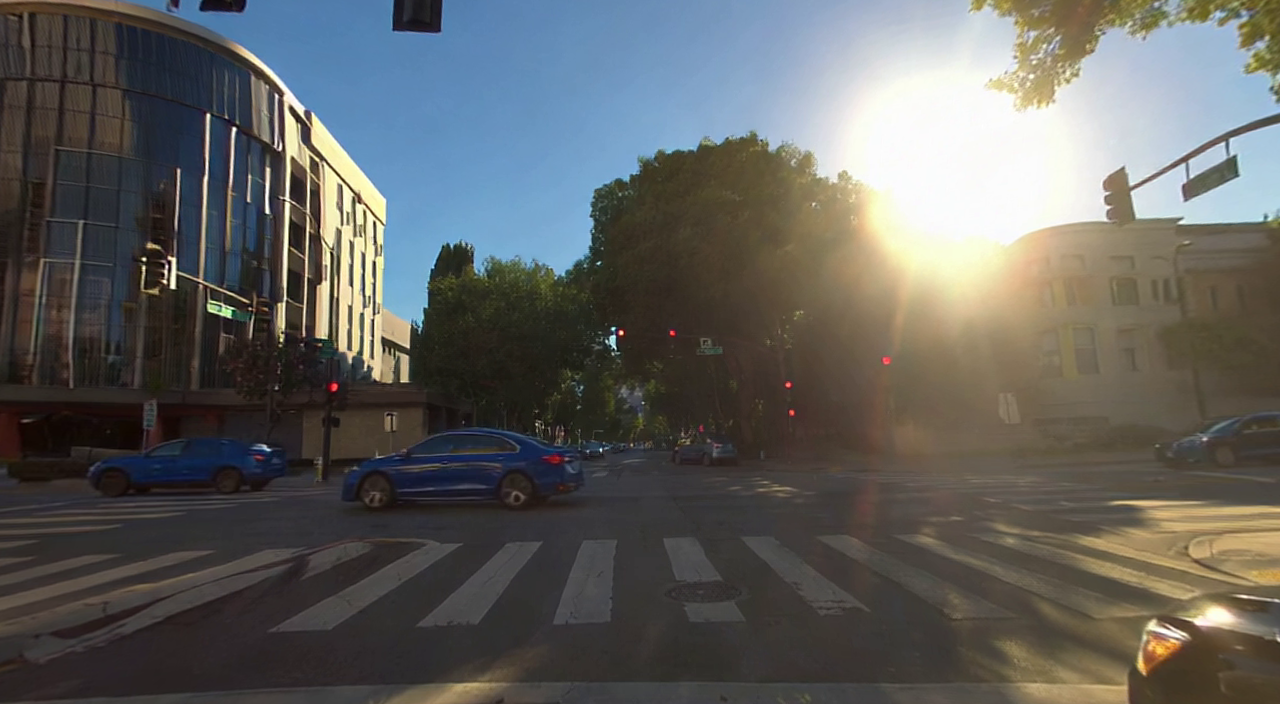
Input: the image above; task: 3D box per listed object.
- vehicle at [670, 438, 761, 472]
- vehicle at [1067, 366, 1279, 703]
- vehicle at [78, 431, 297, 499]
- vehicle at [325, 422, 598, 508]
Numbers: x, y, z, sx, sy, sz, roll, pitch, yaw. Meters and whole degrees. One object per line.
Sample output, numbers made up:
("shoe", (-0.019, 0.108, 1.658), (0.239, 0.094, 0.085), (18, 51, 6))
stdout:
("vehicle", (3.426, 4.793, 29.429), (2.031, 1.442, 4.446), (4, -9, -28))
("vehicle", (2.885, 0.678, 0.827), (1.947, 1.576, 3.825), (0, -8, 1))
("vehicle", (-12.455, 3.118, 17.532), (4.565, 1.769, 1.940), (0, -8, 0))
("vehicle", (-3.675, 2.448, 13.773), (5.369, 1.704, 1.993), (0, -8, 1))
